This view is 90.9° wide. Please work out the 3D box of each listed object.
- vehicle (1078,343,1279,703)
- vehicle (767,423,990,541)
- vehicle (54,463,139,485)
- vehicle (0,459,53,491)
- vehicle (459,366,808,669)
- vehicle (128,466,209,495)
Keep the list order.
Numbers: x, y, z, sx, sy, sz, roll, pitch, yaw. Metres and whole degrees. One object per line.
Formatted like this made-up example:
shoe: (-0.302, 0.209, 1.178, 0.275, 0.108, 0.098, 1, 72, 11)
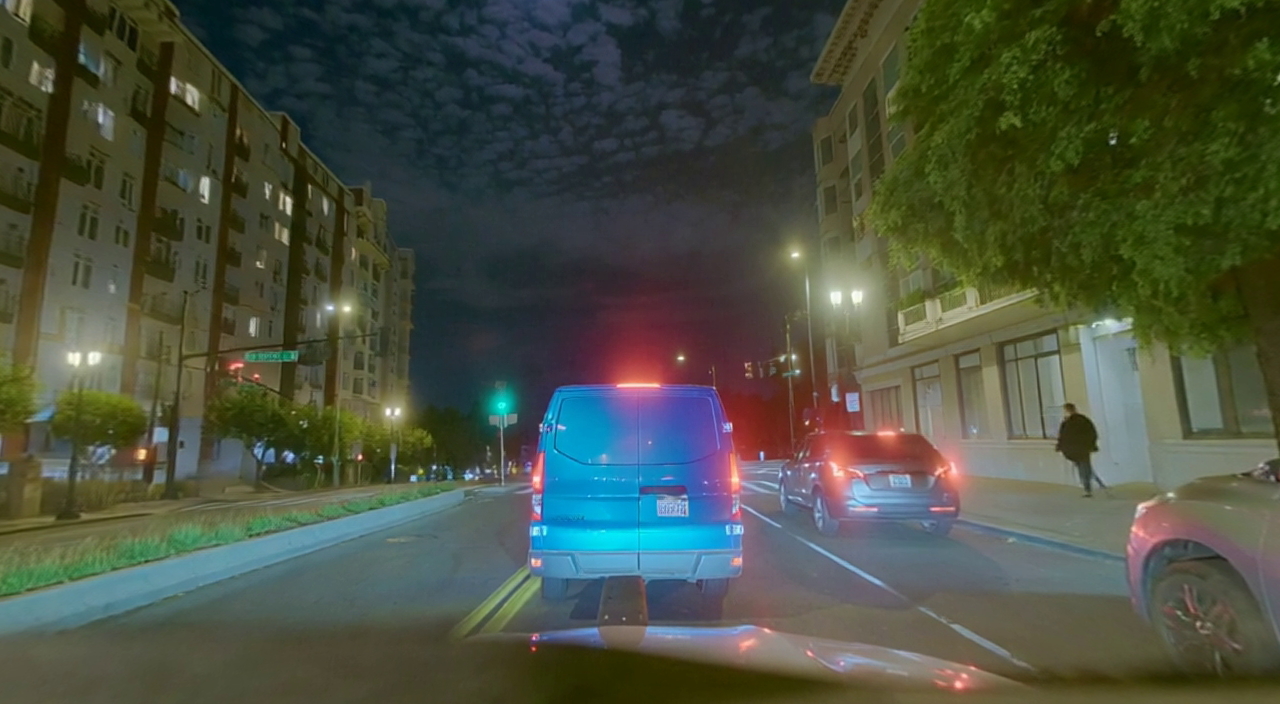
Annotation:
vehicle: (3.812, 0.703, 1.789, 2.157, 1.748, 4.130, 0, -9, 1)
vehicle: (3.908, 2.223, 11.462, 2.061, 1.676, 4.734, 0, -9, -2)
vehicle: (-38.433, 8.636, 44.663, 4.396, 1.458, 1.809, -1, -9, 2)
vehicle: (-35.529, 6.843, 35.185, 3.843, 1.680, 1.782, -1, -9, 5)
vehicle: (-0.037, 1.322, 6.041, 2.101, 1.828, 4.270, 0, -9, 0)
vehicle: (-33.226, 9.068, 44.541, 4.292, 1.492, 1.772, -6, -14, -1)
